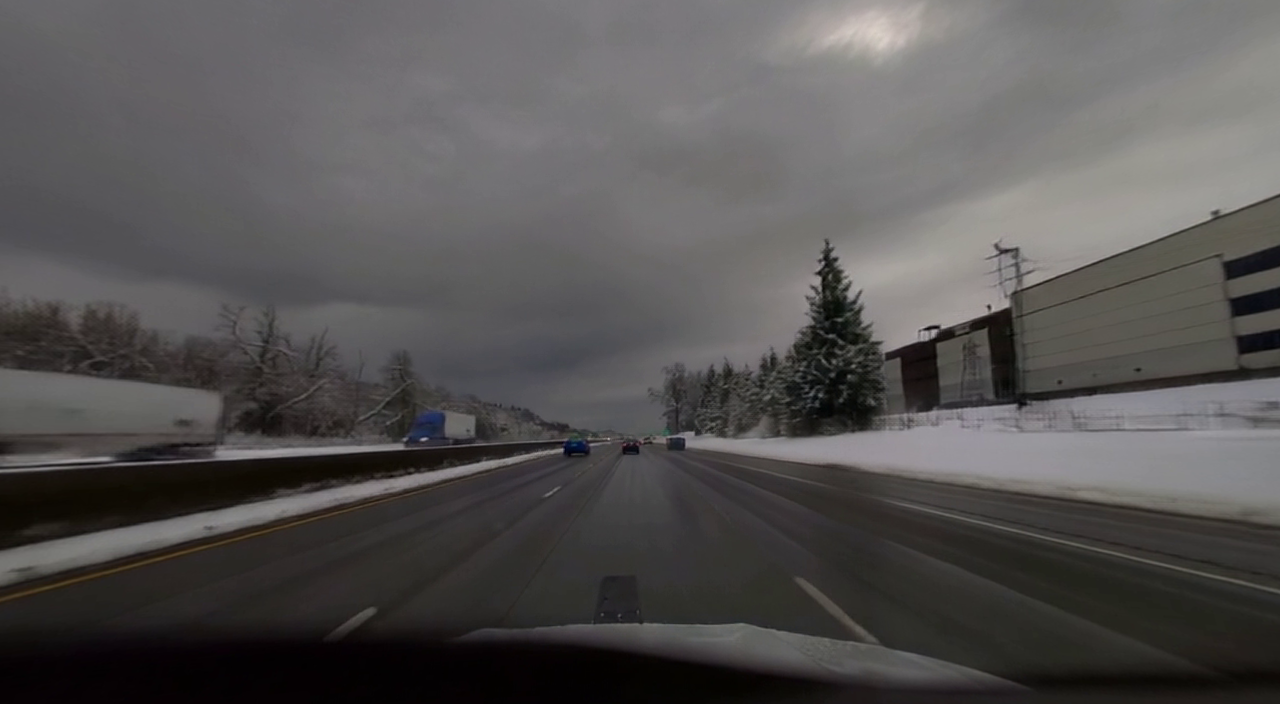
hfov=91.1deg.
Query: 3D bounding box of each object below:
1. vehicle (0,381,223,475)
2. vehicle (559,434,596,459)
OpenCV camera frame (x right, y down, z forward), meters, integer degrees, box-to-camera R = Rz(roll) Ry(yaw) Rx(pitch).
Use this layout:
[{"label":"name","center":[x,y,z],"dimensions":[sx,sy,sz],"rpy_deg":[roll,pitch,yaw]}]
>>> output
[{"label":"vehicle","center":[-21.055,3.173,25.771],"dimensions":[2.736,3.286,7.373],"rpy_deg":[0,-8,0]},{"label":"vehicle","center":[-4.342,6.663,44.261],"dimensions":[2.271,1.626,4.463],"rpy_deg":[0,-8,-1]}]
